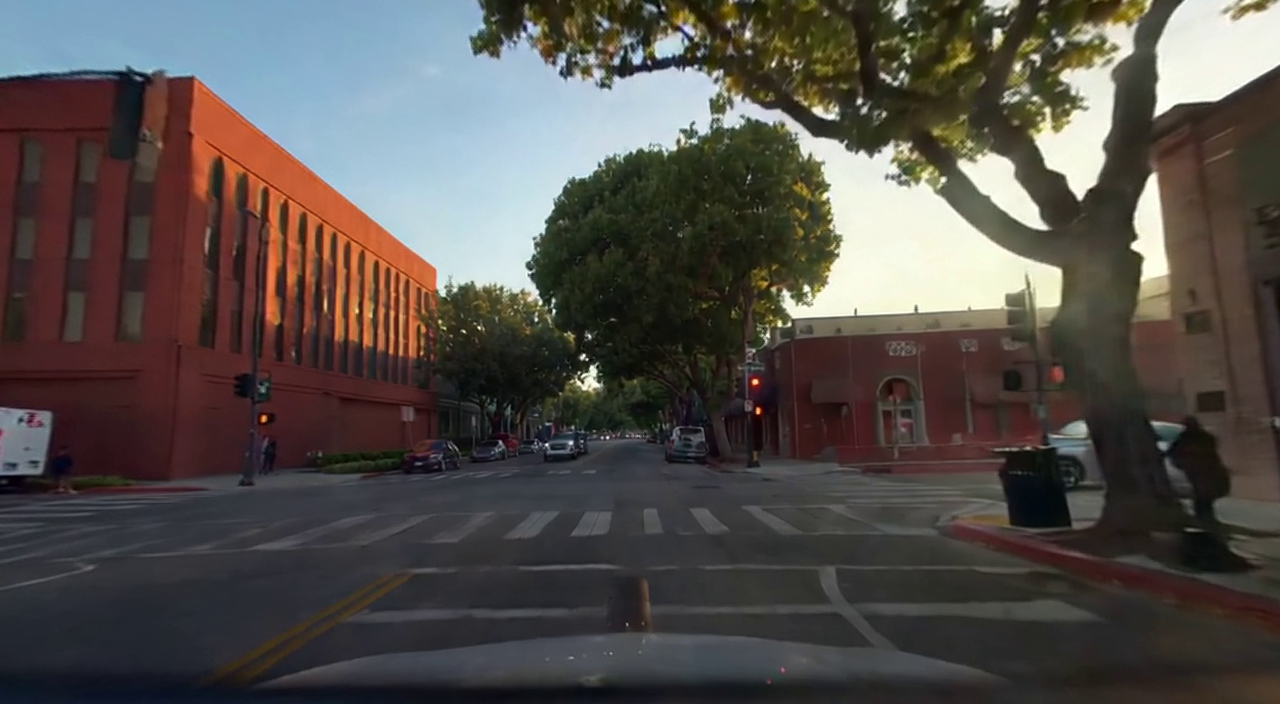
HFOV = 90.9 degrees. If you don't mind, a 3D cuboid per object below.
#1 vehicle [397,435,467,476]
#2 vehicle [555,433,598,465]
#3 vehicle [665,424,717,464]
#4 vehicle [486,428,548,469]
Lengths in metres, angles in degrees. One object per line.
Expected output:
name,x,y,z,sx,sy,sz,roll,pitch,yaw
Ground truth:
vehicle,-9.980,4.979,30.671,2.216,1.804,4.526,1,-8,-5
vehicle,-3.349,5.205,33.989,2.033,1.596,4.142,0,-8,-2
vehicle,2.971,5.532,37.990,2.557,2.188,5.164,0,-8,-2
vehicle,-6.047,4.831,31.584,2.242,1.887,4.924,0,-8,-2
